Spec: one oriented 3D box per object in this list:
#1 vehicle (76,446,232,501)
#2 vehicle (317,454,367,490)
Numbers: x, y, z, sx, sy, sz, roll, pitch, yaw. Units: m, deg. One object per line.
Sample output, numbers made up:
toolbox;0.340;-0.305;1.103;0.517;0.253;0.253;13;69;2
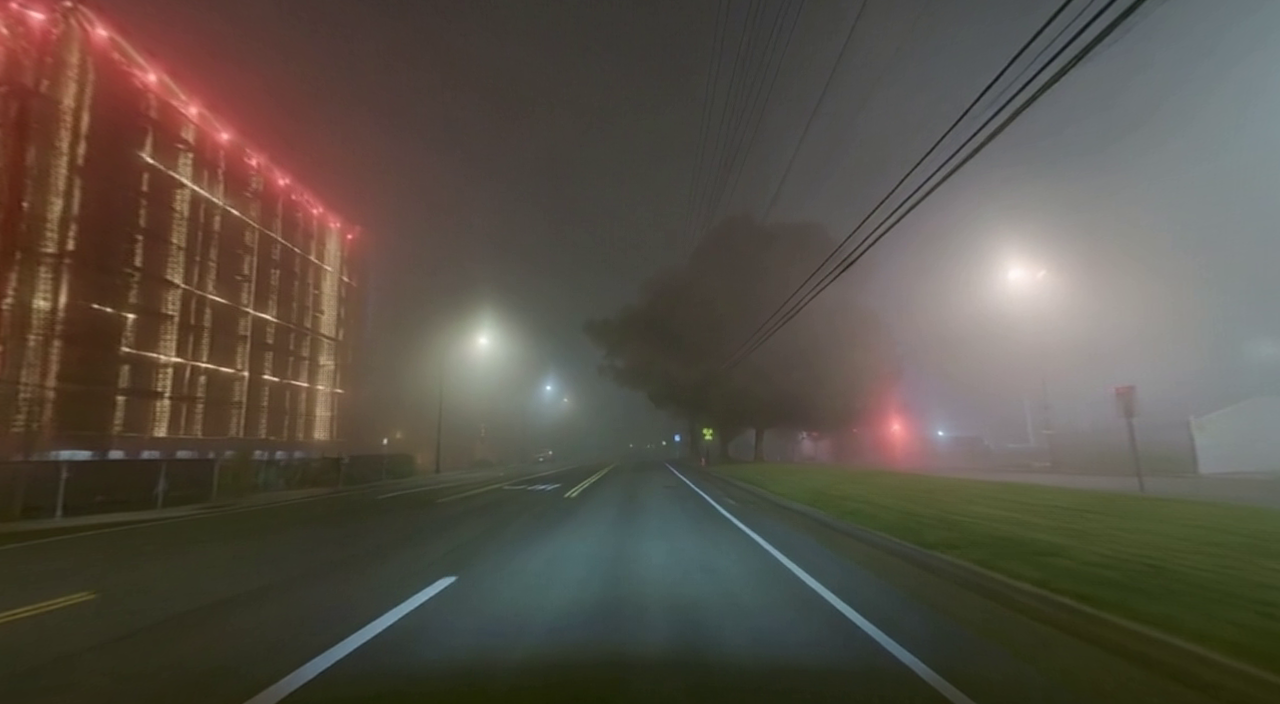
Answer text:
vehicle;-20.363;5.092;26.581;4.712;1.927;2.237;-3;-10;0
vehicle;-15.709;6.239;33.078;2.002;1.683;4.664;5;-11;-28
